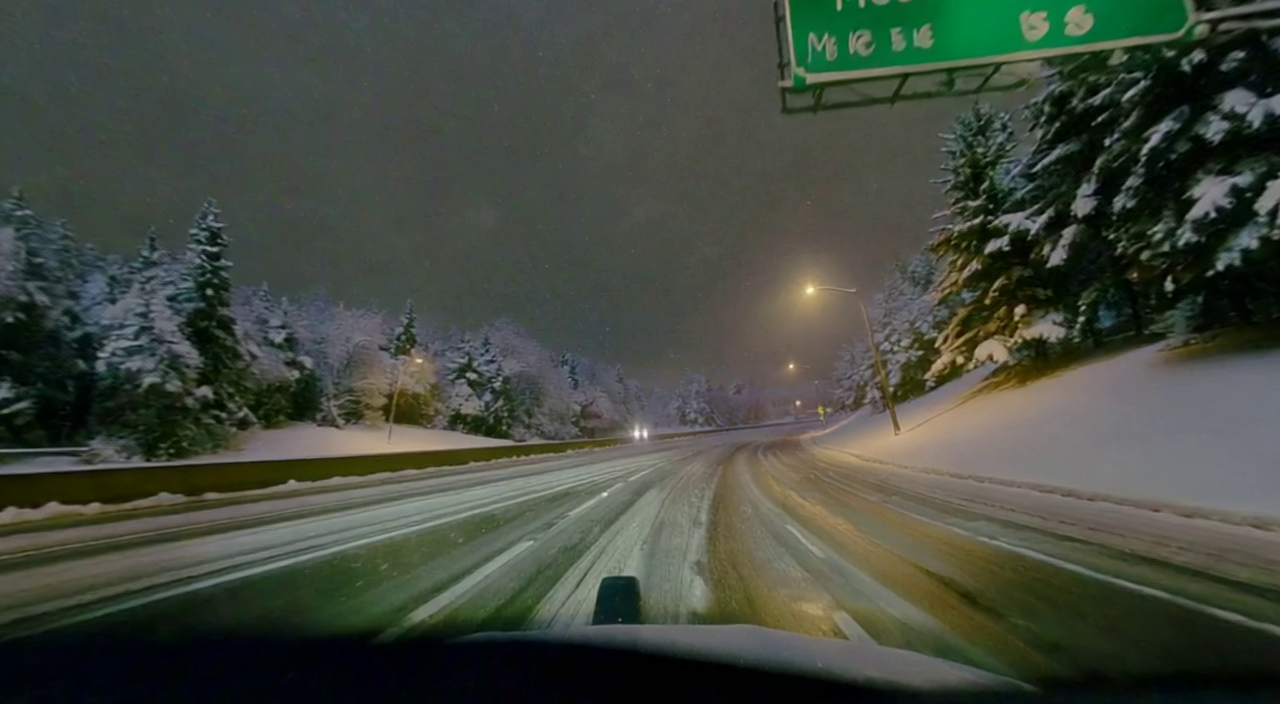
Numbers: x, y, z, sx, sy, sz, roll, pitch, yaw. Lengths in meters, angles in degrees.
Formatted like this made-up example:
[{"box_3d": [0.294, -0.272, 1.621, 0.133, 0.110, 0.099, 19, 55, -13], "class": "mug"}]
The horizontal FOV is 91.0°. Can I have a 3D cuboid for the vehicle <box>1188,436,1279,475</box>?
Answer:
[{"box_3d": [38.630, 6.673, 40.674, 2.193, 2.281, 5.602, -3, -10, 12], "class": "vehicle"}]
